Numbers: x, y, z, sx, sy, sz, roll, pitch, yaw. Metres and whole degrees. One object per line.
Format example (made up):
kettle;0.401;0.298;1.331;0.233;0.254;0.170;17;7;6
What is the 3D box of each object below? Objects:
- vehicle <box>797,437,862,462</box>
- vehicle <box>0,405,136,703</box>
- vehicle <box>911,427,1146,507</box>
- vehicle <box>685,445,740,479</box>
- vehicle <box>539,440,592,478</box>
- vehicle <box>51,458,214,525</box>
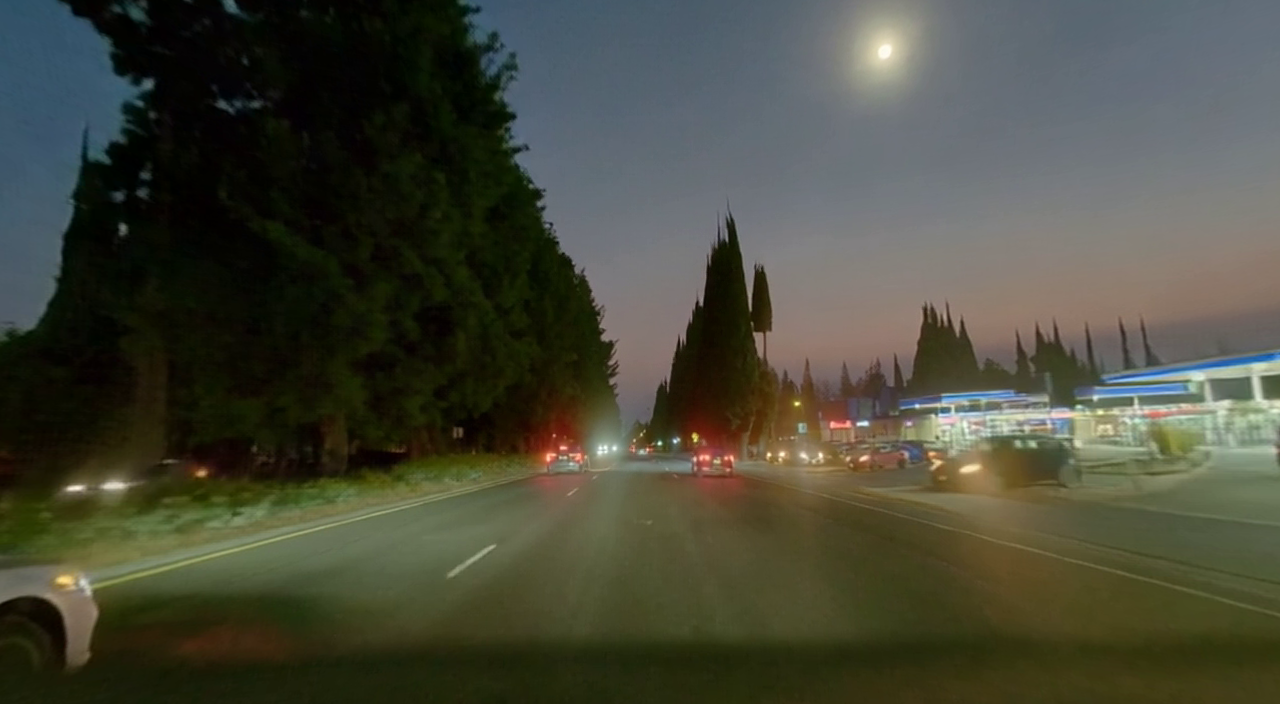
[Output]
vehicle;14.195;7.310;47.492;2.097;1.779;4.720;4;-9;-24
vehicle;-3.835;0.721;0.909;1.988;1.530;5.155;0;-9;0
vehicle;9.396;2.779;15.481;4.526;1.768;2.056;1;-9;-8
vehicle;3.379;5.239;30.268;2.010;1.486;4.498;0;-9;-1
vehicle;-3.649;5.336;31.649;2.051;1.747;4.370;0;-9;1
vehicle;-13.591;3.696;17.281;1.839;1.478;4.437;3;-9;-16
